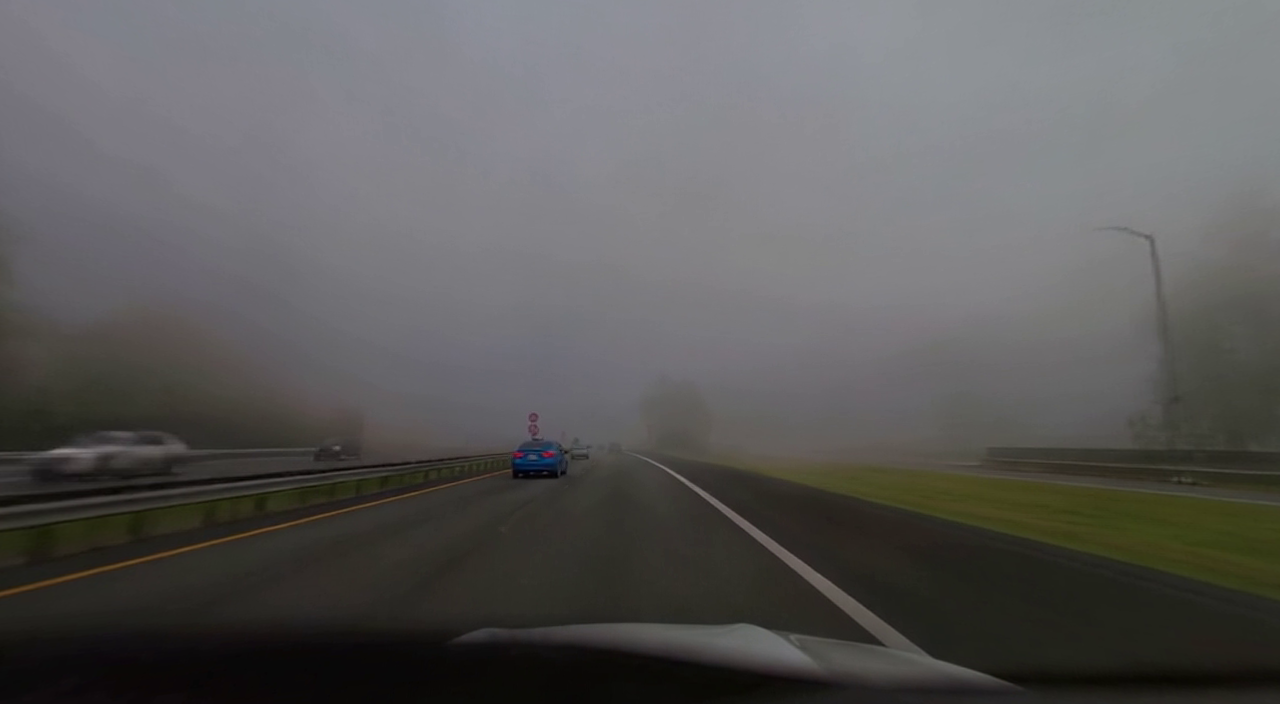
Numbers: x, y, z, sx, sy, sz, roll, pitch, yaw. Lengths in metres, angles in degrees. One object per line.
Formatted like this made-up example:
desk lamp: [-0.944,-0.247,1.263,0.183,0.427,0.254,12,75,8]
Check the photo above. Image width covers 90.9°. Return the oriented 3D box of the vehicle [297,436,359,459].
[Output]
vehicle: [-19.914,6.096,40.441,1.892,1.435,4.234,0,-8,-2]

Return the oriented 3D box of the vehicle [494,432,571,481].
vehicle: [-3.825,3.777,23.297,2.047,1.612,4.631,0,-8,0]

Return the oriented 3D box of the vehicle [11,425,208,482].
vehicle: [-15.295,2.937,18.618,1.838,1.473,4.625,0,-8,-1]
